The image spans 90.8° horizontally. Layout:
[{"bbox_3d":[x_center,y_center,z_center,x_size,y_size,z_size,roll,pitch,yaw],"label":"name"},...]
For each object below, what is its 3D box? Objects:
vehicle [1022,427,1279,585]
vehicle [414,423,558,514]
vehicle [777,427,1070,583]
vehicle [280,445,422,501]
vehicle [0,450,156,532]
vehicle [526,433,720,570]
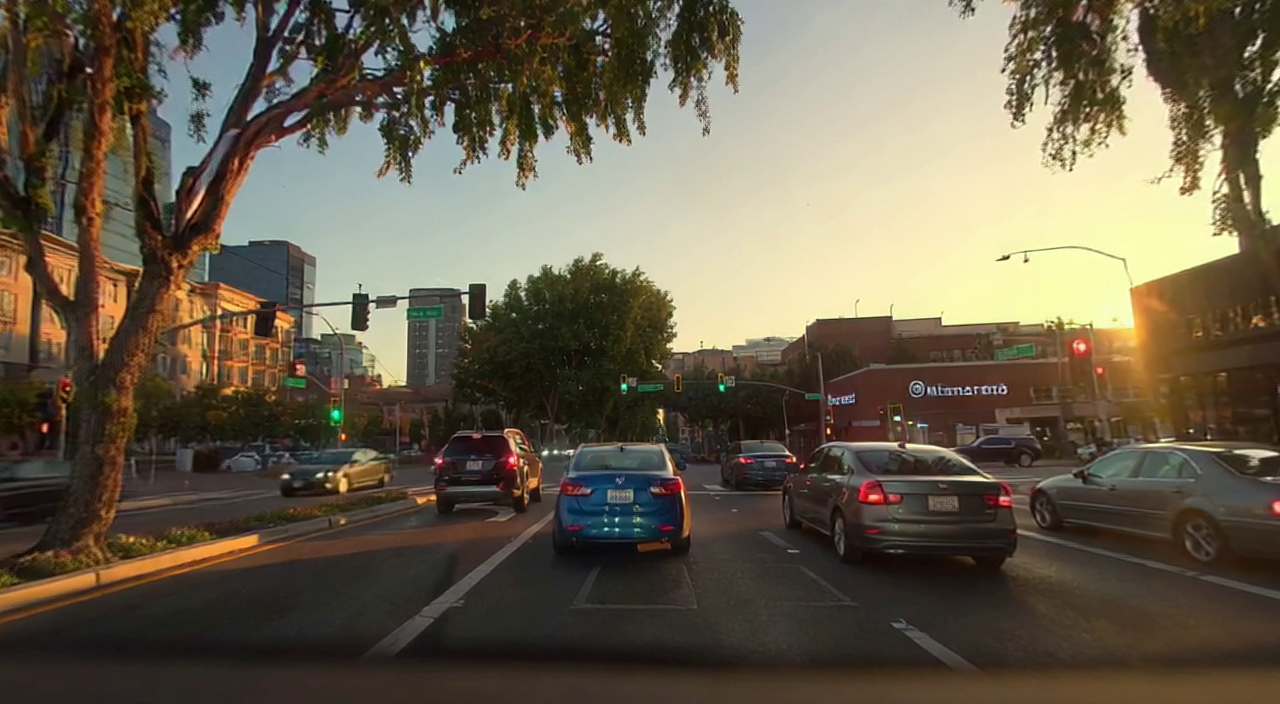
[{"bbox_3d":[7.194,1.742,7.834,2.004,1.508,4.646,0,-8,0],"label":"vehicle"},{"bbox_3d":[-3.439,2.729,15.379,2.160,1.823,5.115,0,-8,1],"label":"vehicle"},{"bbox_3d":[3.245,1.814,8.342,2.020,1.513,4.120,0,-8,1],"label":"vehicle"},{"bbox_3d":[-8.351,3.502,18.819,2.045,1.438,4.480,0,-8,1],"label":"vehicle"},{"bbox_3d":[-12.631,2.760,12.924,1.872,1.463,4.455,0,-8,1],"label":"vehicle"},{"bbox_3d":[-0.149,1.921,8.883,2.098,1.477,3.897,0,-8,1],"label":"vehicle"}]
